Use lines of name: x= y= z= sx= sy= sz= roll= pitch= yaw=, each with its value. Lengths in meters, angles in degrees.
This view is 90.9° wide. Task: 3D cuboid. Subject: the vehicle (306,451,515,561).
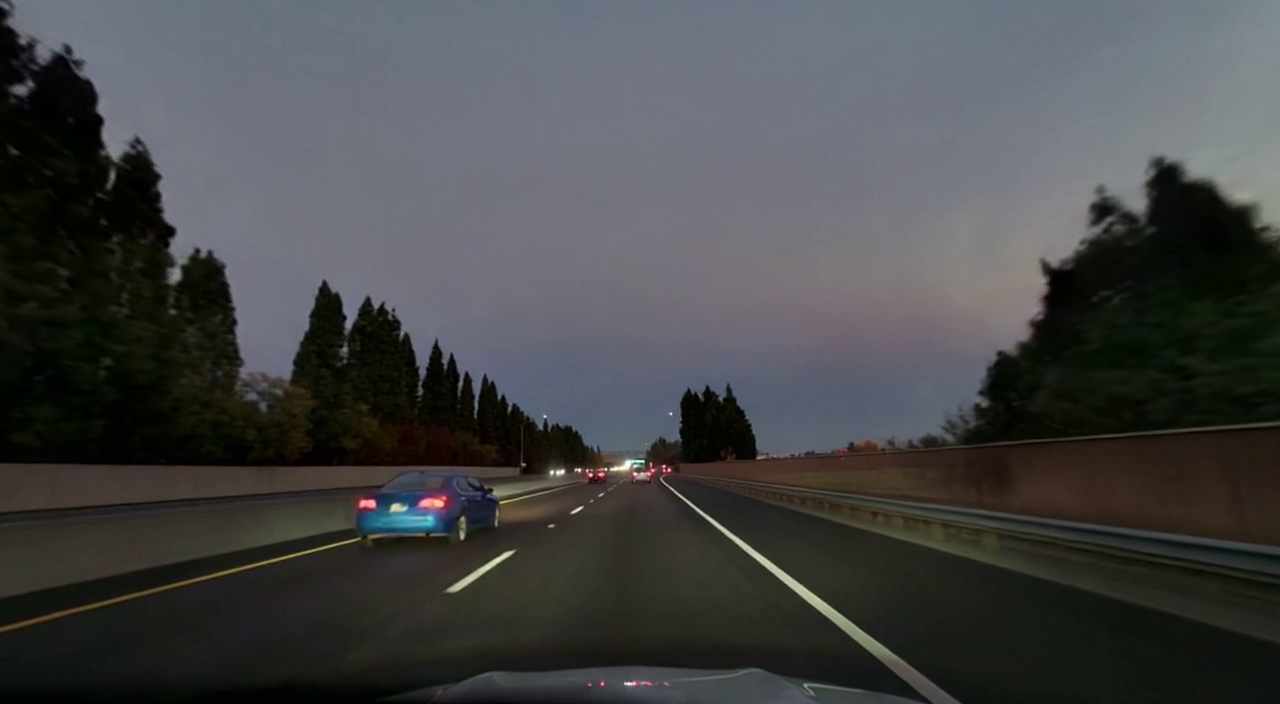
vehicle: x=-3.728 y=2.621 z=11.248 sx=2.047 sy=1.523 sz=4.279 roll=1 pitch=-11 yaw=1
